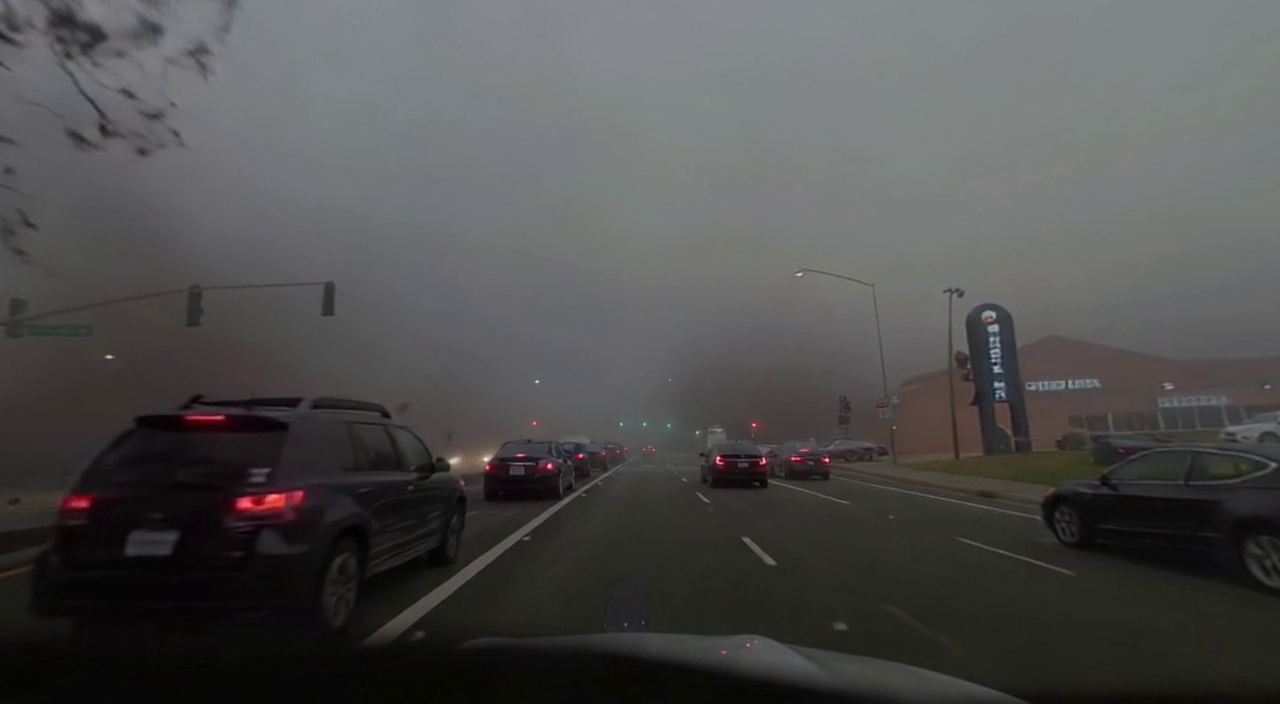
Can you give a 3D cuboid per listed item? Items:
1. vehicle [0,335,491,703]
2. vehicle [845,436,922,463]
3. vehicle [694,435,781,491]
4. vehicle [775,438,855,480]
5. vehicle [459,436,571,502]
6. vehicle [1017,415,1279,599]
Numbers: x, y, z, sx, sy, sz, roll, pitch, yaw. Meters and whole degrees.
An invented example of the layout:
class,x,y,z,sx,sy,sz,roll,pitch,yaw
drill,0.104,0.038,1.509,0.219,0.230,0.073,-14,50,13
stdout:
class,x,y,z,sx,sy,sz,roll,pitch,yaw
vehicle,-2.822,1.142,5.177,2.117,1.799,4.442,0,-9,0
vehicle,15.595,6.227,40.292,4.337,1.614,2.043,4,-9,-24
vehicle,2.890,3.399,19.624,2.004,1.512,4.206,0,-9,0
vehicle,7.090,4.385,26.124,2.070,1.547,4.941,-1,-9,3
vehicle,-3.023,2.938,16.274,1.952,1.457,4.372,0,-9,1
vehicle,6.347,1.498,6.610,1.881,1.540,4.750,0,-9,1
